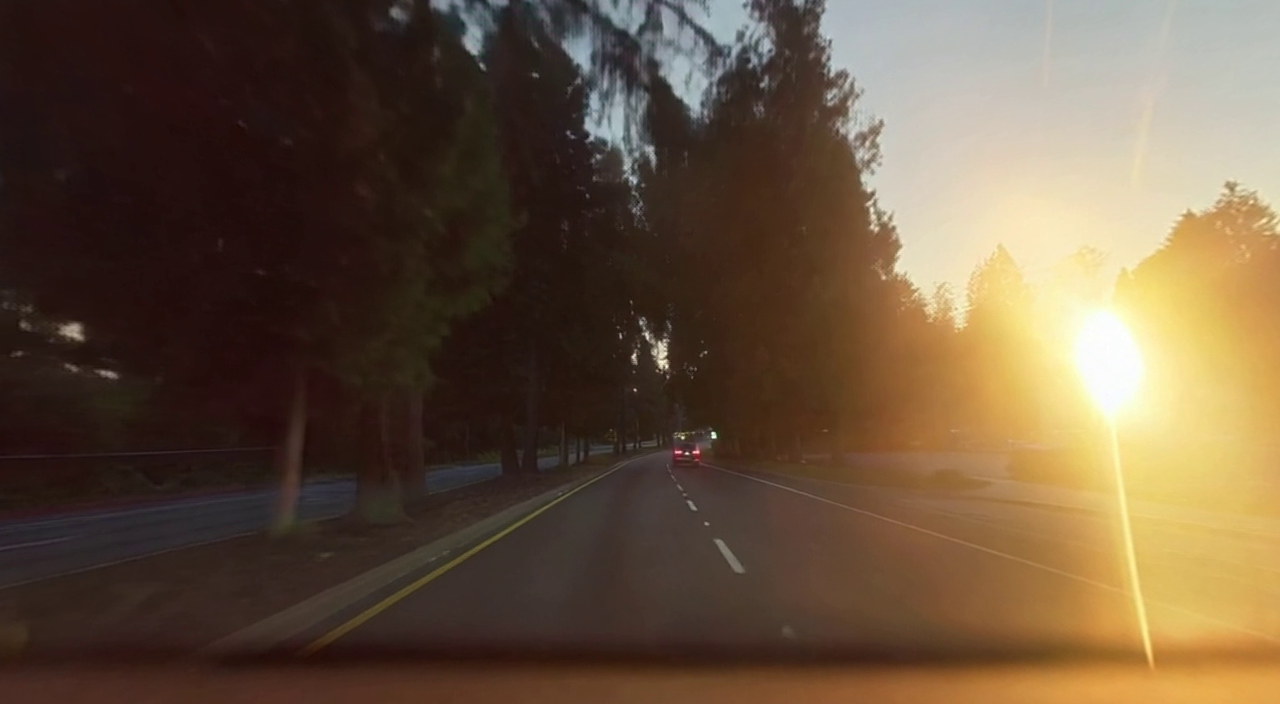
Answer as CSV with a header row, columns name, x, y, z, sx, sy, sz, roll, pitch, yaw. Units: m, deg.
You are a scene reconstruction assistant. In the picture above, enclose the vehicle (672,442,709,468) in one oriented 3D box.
name,x,y,z,sx,sy,sz,roll,pitch,yaw
vehicle,3.197,6.630,40.589,2.044,1.537,4.528,0,-8,0
